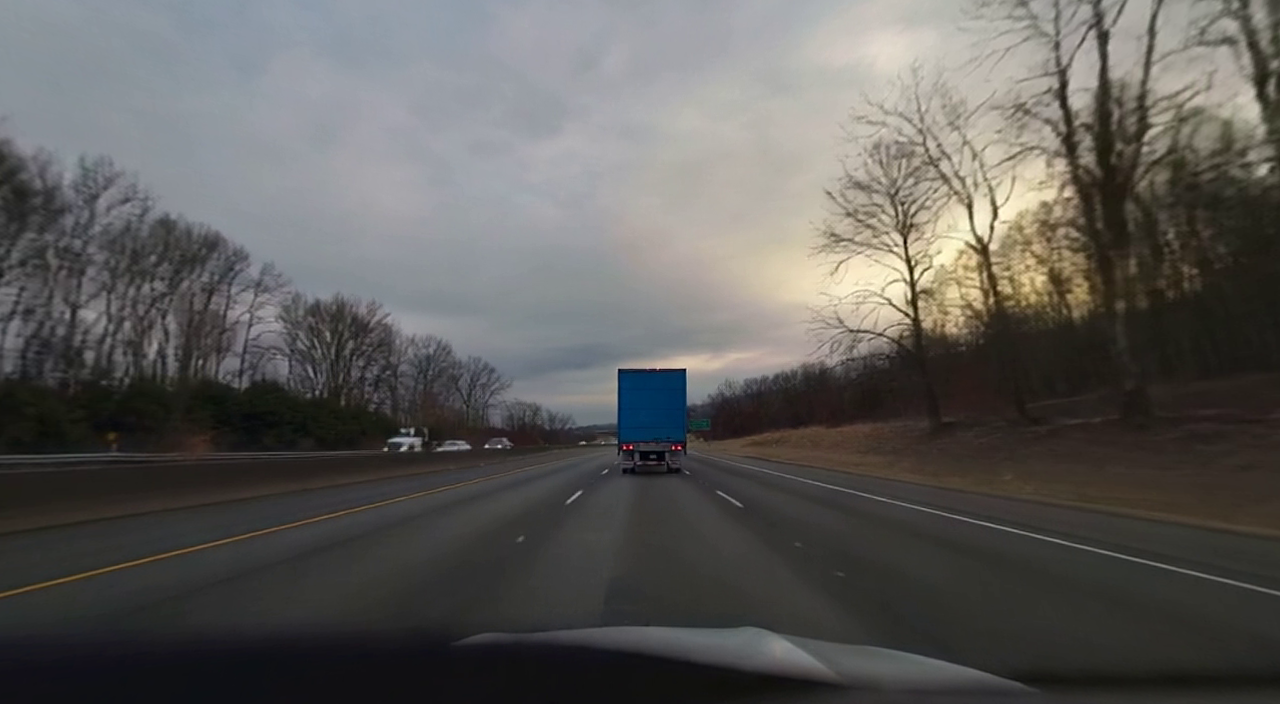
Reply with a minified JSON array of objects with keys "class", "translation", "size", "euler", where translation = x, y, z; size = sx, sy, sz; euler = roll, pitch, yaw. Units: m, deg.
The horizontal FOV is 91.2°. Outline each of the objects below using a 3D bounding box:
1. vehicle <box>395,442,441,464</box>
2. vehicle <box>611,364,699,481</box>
[{"class":"vehicle","translation":[-16.880,7.694,47.891],"size":[1.847,1.585,4.252],"euler":[0,-8,1]},{"class":"vehicle","translation":[0.566,3.179,26.930],"size":[3.010,4.039,10.481],"euler":[0,-8,1]}]
